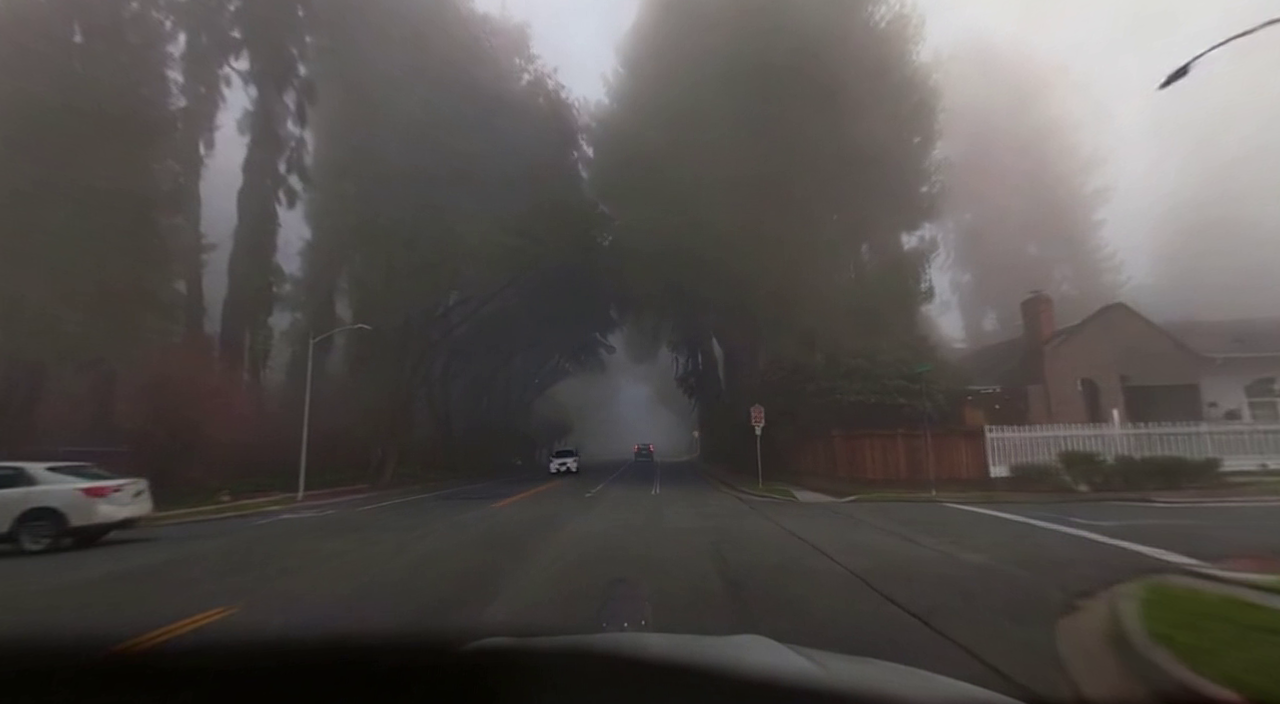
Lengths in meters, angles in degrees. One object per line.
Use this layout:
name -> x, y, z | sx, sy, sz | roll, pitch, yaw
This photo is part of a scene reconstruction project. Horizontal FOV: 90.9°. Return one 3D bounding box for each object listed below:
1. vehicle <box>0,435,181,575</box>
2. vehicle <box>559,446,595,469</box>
vehicle -> -9.662, 2.235, 9.056 | 4.594, 1.696, 1.971 | -4, -8, -2
vehicle -> -4.549, 7.708, 46.252 | 1.927, 1.521, 4.571 | 0, -8, 3
